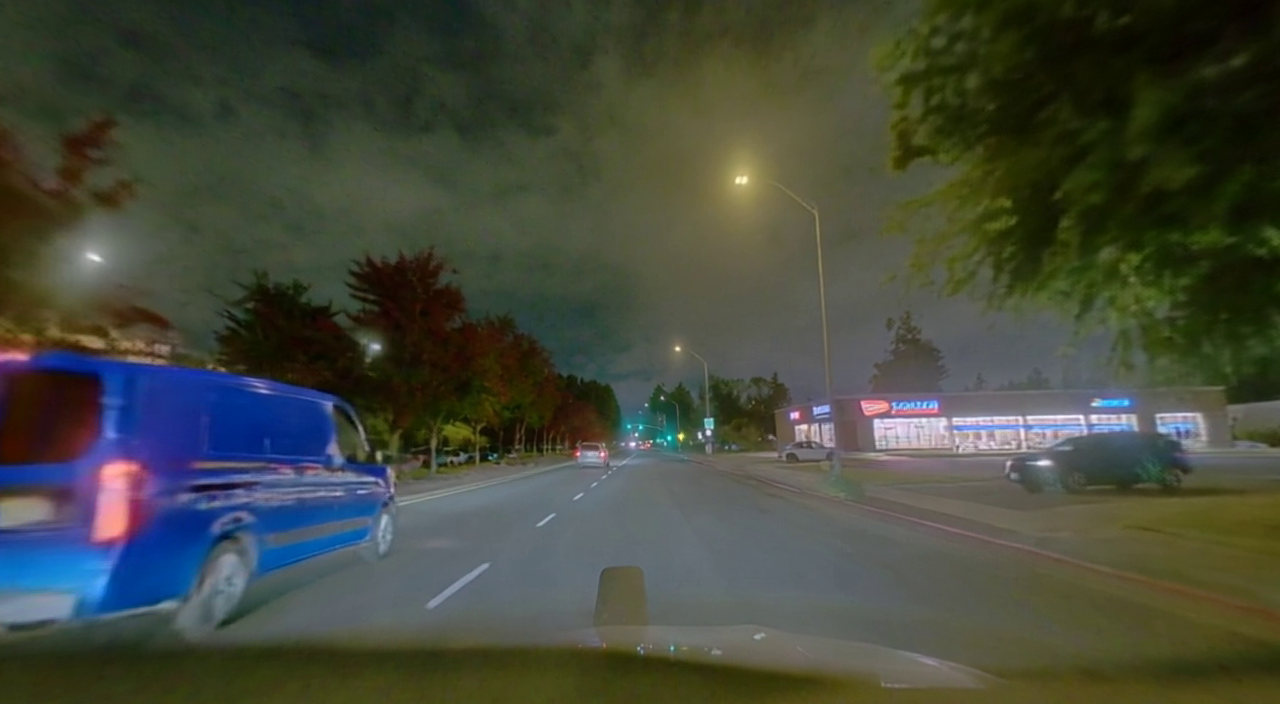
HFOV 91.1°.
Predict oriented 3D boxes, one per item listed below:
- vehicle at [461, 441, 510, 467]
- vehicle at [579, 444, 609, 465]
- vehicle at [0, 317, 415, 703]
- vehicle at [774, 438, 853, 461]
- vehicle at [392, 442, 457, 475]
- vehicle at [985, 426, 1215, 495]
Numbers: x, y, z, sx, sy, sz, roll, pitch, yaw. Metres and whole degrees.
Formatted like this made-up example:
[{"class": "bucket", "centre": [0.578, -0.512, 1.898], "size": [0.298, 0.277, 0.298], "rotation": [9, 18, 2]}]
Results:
[{"class": "vehicle", "centre": [-11.589, 7.705, 47.553], "size": [2.332, 1.815, 4.639], "rotation": [-1, -8, 3]}, {"class": "vehicle", "centre": [-3.379, 7.660, 47.197], "size": [1.966, 1.481, 4.385], "rotation": [0, -8, 0]}, {"class": "vehicle", "centre": [-3.979, 1.169, 5.568], "size": [2.152, 1.987, 4.952], "rotation": [0, -8, -1]}, {"class": "vehicle", "centre": [11.428, 6.445, 41.591], "size": [4.607, 1.471, 1.982], "rotation": [0, -9, -1]}, {"class": "vehicle", "centre": [-11.615, 5.747, 34.190], "size": [2.044, 1.649, 4.211], "rotation": [0, -8, 0]}, {"class": "vehicle", "centre": [10.887, 2.580, 15.116], "size": [3.935, 1.518, 1.985], "rotation": [0, -8, -1]}]
